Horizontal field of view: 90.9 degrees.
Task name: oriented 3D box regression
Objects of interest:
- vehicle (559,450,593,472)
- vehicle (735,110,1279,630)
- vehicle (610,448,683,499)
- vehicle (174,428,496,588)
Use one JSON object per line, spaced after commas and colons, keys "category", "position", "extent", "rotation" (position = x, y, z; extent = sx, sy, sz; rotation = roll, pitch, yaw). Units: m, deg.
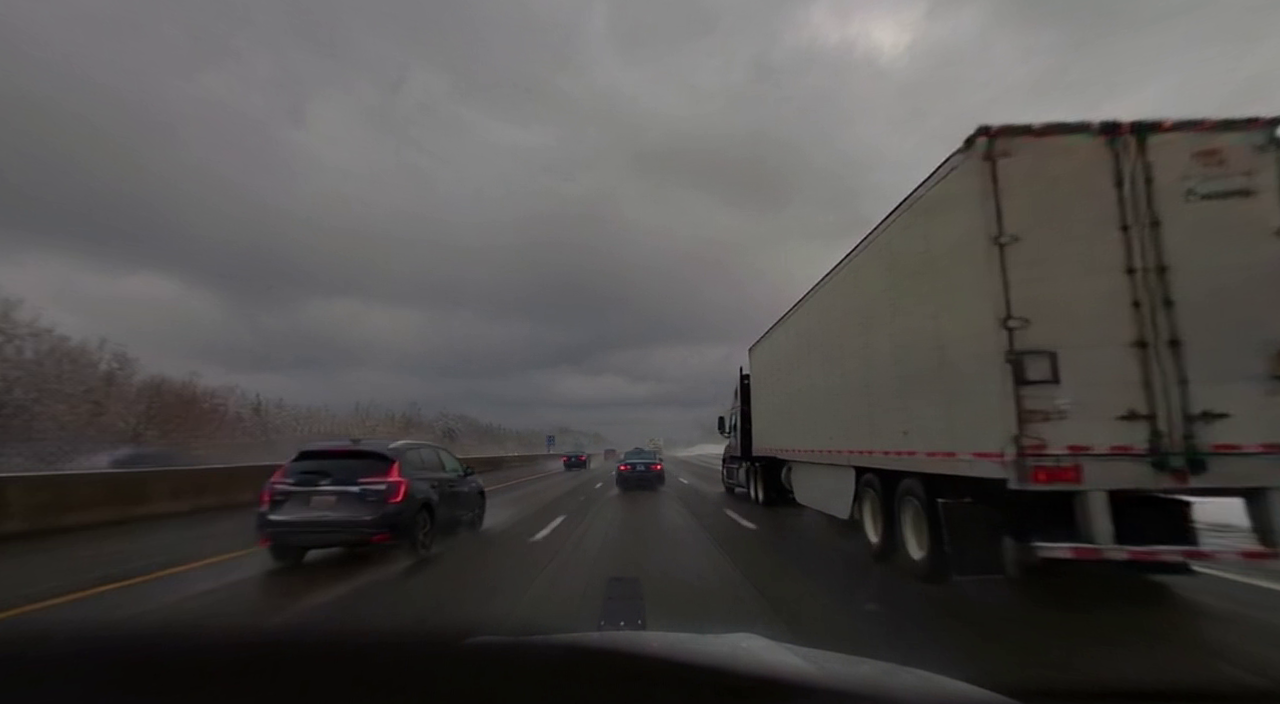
{"category": "vehicle", "position": [-4.494, 7.728, 44.924], "extent": [2.017, 1.460, 4.382], "rotation": [0, -9, -1]}
{"category": "vehicle", "position": [4.455, 1.119, 12.034], "extent": [2.905, 4.109, 14.332], "rotation": [0, -9, -1]}
{"category": "vehicle", "position": [0.149, 3.703, 19.557], "extent": [2.023, 1.400, 4.028], "rotation": [0, -9, -1]}
{"category": "vehicle", "position": [-3.569, 1.910, 8.563], "extent": [2.153, 1.581, 4.375], "rotation": [0, -9, 0]}
